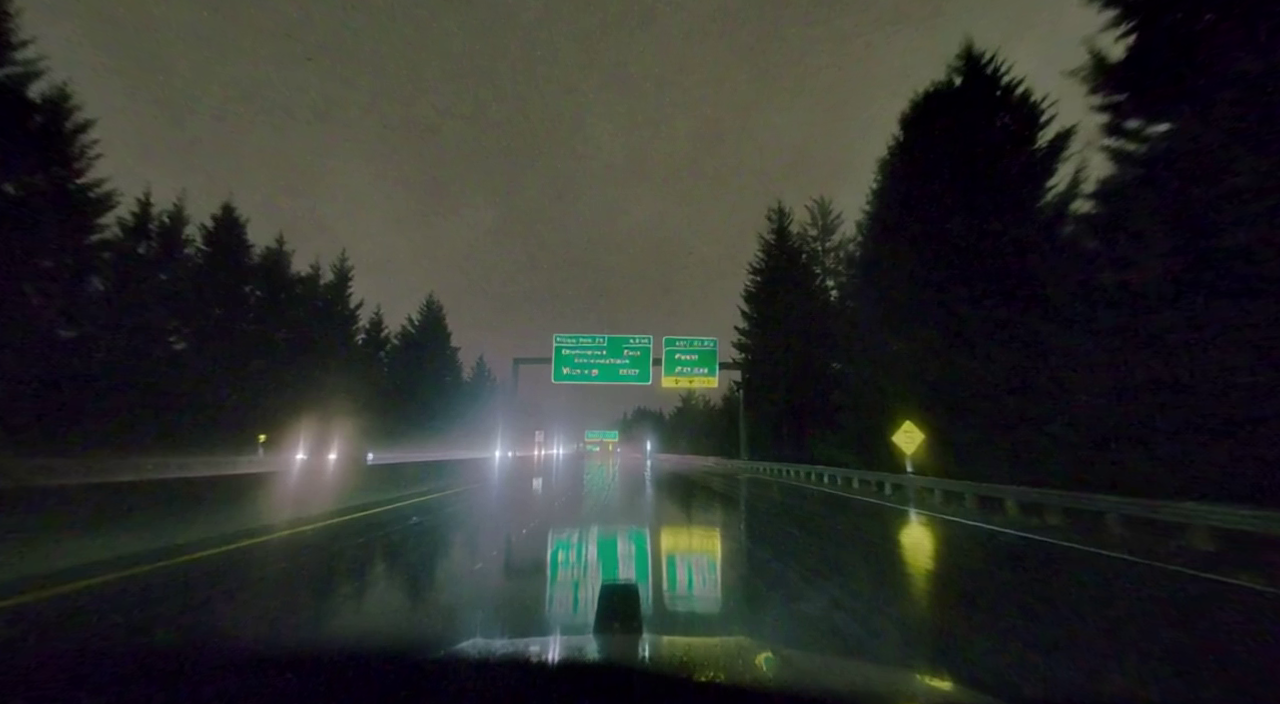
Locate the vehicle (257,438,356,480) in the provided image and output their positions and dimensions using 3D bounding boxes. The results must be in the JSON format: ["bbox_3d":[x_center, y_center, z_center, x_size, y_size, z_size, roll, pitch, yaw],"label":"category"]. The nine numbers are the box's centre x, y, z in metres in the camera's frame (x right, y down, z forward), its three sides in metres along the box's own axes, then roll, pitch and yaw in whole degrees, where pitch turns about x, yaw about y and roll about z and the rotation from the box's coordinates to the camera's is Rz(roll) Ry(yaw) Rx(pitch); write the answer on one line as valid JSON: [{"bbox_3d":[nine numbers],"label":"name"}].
[{"bbox_3d":[-13.123,4.230,24.986,1.802,1.493,4.016,0,-9,-1],"label":"vehicle"}]
